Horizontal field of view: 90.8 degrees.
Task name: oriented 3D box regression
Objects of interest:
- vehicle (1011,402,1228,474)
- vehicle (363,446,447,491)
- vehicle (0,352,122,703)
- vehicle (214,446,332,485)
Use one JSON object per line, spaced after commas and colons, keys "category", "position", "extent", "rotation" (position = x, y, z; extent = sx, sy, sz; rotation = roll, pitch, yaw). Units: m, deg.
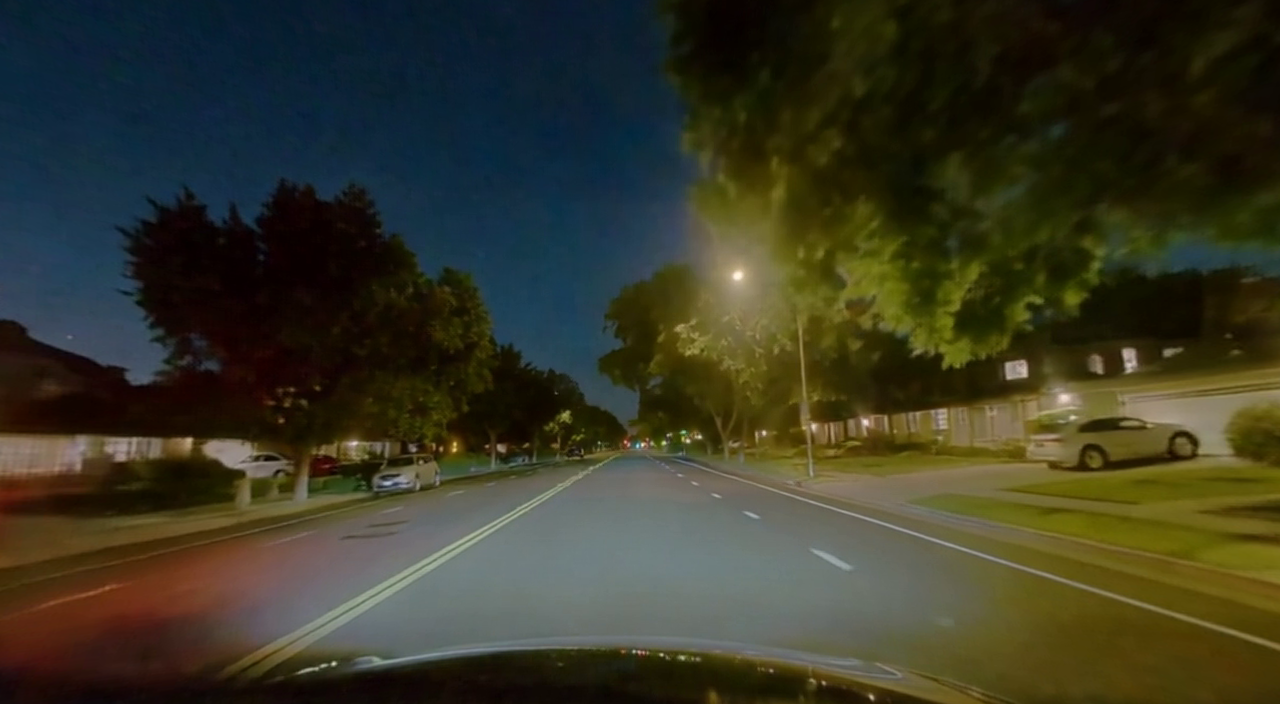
{"category": "vehicle", "position": [13.736, 2.484, 18.357], "extent": [4.441, 1.932, 2.243], "rotation": [0, -7, 0]}
{"category": "vehicle", "position": [-9.751, 4.837, 26.638], "extent": [1.931, 1.465, 4.683], "rotation": [-5, -7, -3]}
{"category": "vehicle", "position": [-4.231, 0.646, 1.162], "extent": [2.151, 1.830, 5.172], "rotation": [0, -8, 0]}
{"category": "vehicle", "position": [-19.562, 6.071, 33.862], "extent": [4.802, 1.868, 2.395], "rotation": [-1, -9, -2]}
